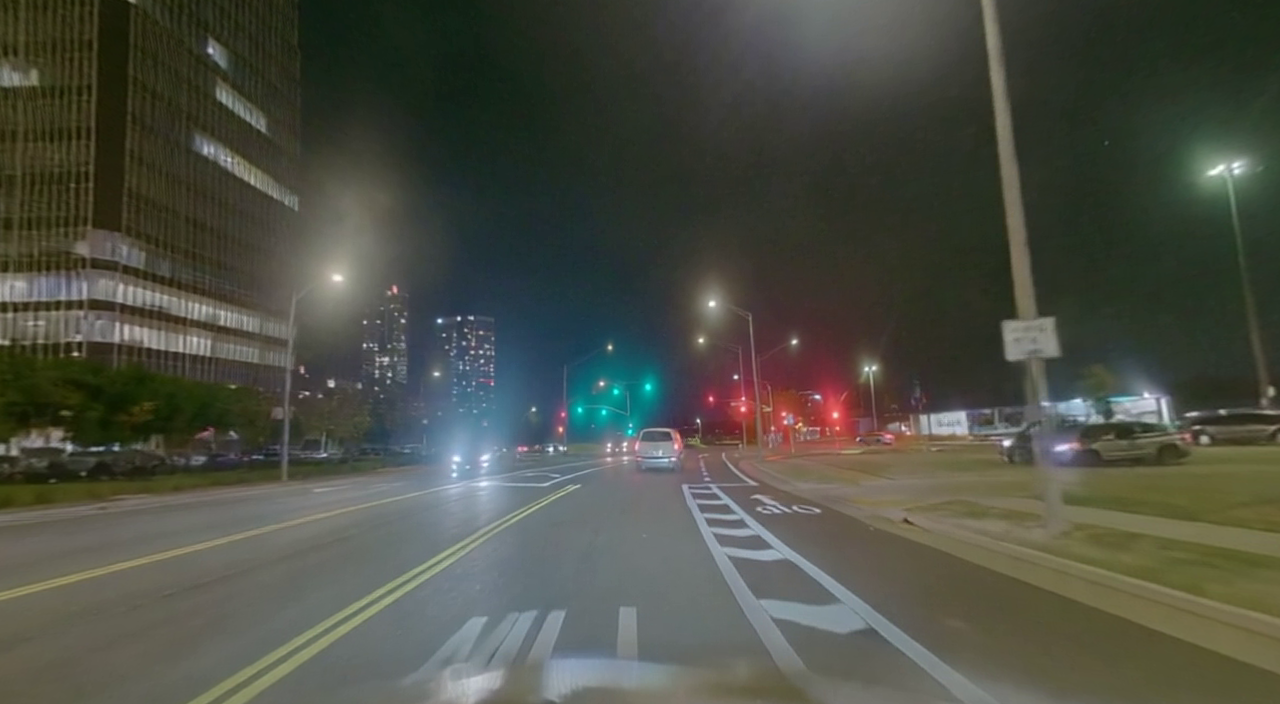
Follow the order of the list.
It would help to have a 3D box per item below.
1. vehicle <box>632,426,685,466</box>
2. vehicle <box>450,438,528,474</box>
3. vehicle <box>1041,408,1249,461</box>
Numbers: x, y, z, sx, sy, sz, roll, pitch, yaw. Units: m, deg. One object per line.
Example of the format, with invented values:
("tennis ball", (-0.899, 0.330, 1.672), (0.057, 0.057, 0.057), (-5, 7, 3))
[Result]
("vehicle", (1.006, 4.725, 31.814), (2.230, 1.827, 4.298), (-1, -8, 7))
("vehicle", (-6.651, 4.635, 28.432), (1.939, 1.484, 4.645), (-1, -8, 6))
("vehicle", (14.949, 2.488, 18.940), (4.486, 1.494, 1.802), (-1, -8, 5))
